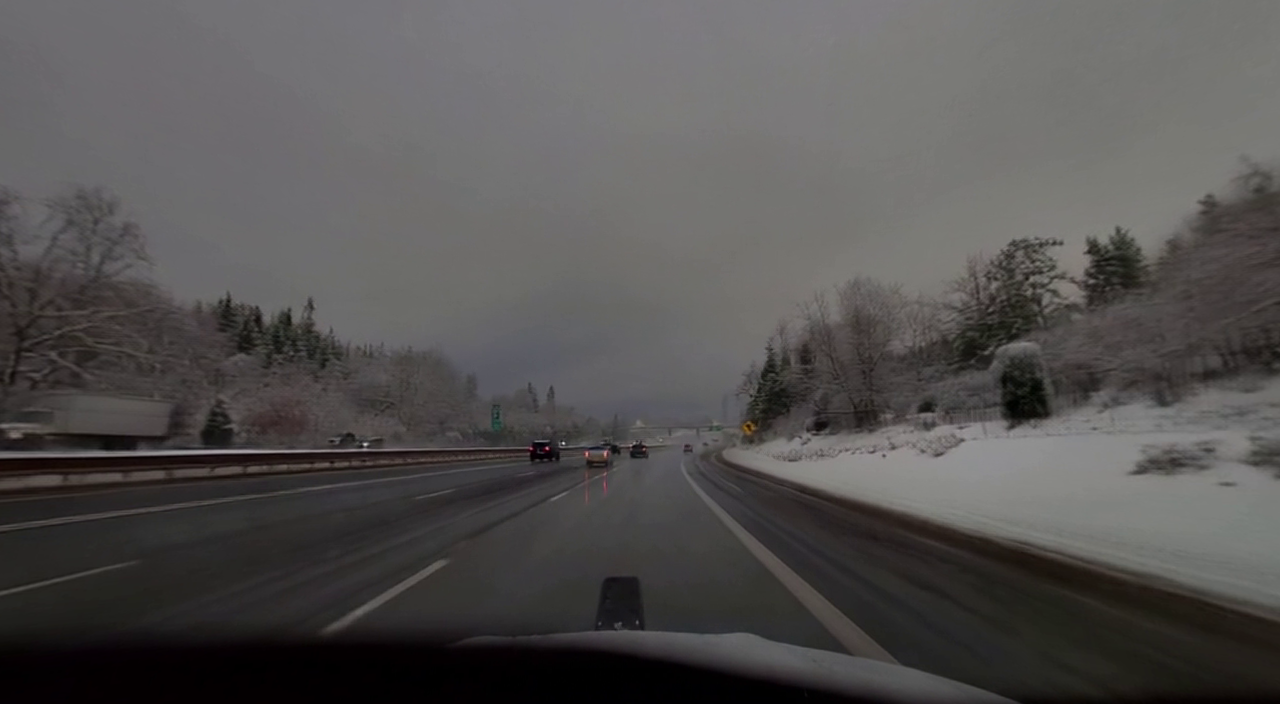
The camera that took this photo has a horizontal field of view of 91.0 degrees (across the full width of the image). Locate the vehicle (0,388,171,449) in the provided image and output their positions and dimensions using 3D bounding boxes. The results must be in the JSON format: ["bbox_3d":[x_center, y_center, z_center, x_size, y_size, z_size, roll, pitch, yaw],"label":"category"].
[{"bbox_3d":[-36.759,4.609,41.448,3.282,3.523,10.262,0,-9,4],"label":"vehicle"}]

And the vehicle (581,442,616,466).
[{"bbox_3d":[-2.999,7.580,46.793,2.035,1.673,4.469,0,-9,4],"label":"vehicle"}]
